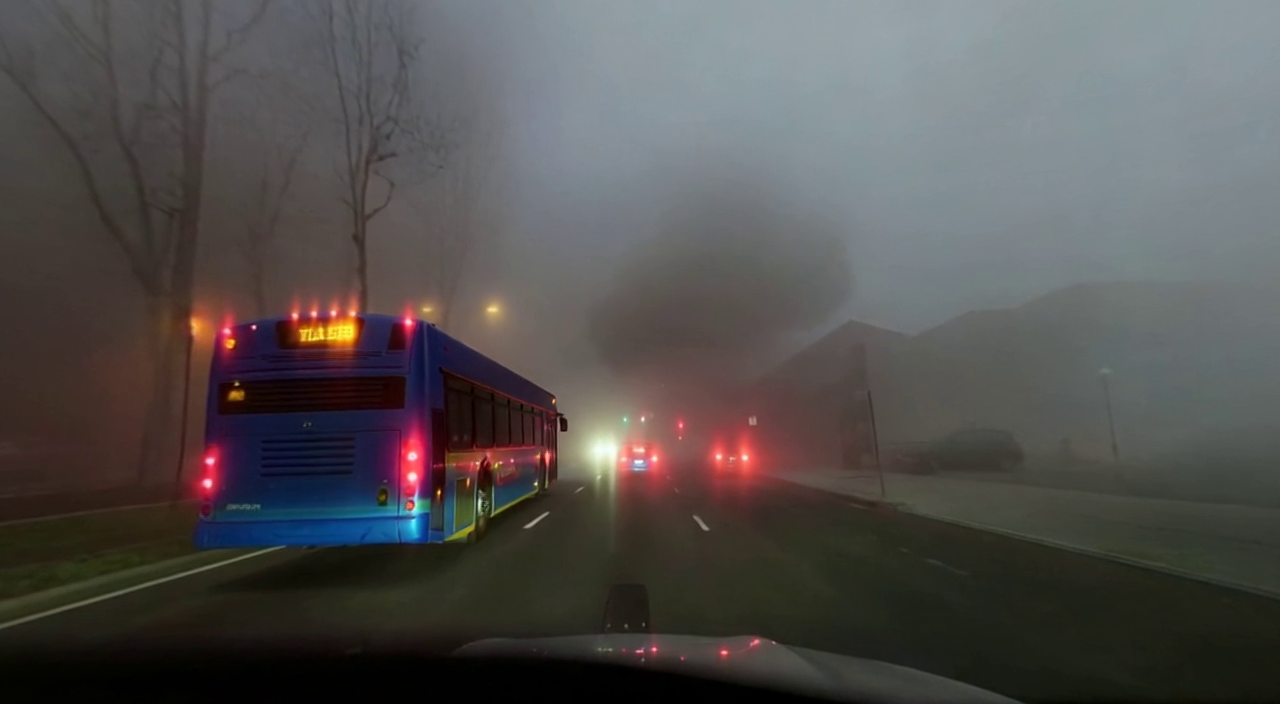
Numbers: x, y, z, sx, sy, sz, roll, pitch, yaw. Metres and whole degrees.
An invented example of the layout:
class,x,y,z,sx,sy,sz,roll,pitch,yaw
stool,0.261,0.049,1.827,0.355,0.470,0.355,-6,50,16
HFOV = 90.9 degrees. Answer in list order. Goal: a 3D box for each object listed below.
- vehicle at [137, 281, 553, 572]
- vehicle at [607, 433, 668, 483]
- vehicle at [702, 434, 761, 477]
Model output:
class,x,y,z,sx,sy,sz,roll,pitch,yaw
vehicle,-3.501,1.140,10.588,2.920,2.884,8.588,0,-6,-1
vehicle,-0.060,3.992,24.036,2.120,1.727,3.917,0,-8,1
vehicle,4.139,4.743,29.161,2.138,1.787,4.522,0,-8,1
